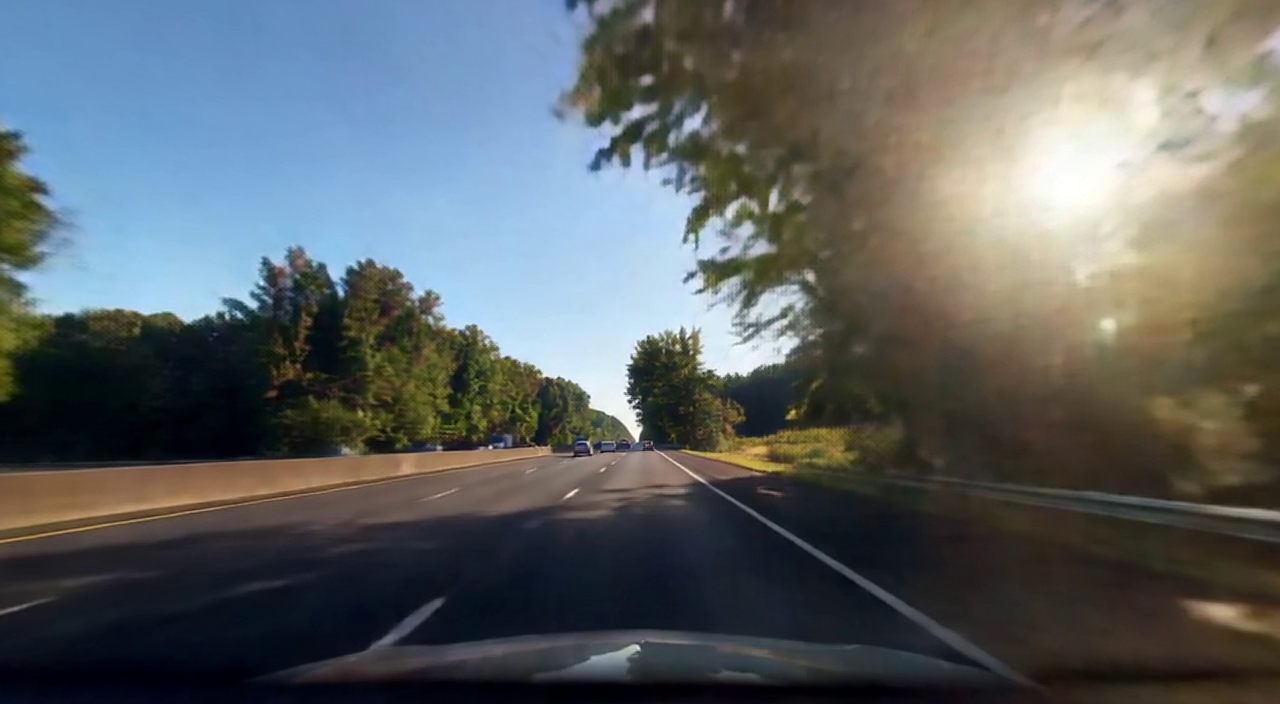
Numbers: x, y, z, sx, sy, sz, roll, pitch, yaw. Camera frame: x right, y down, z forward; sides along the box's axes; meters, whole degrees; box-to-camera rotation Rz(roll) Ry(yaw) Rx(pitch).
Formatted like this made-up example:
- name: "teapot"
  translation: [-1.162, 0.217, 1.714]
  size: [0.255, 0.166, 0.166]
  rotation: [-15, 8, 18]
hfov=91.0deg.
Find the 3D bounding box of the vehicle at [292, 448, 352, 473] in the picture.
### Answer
- name: "vehicle"
  translation: [-19.146, 6.519, 38.086]
  size: [1.683, 1.420, 3.650]
  rotation: [0, -8, 1]
